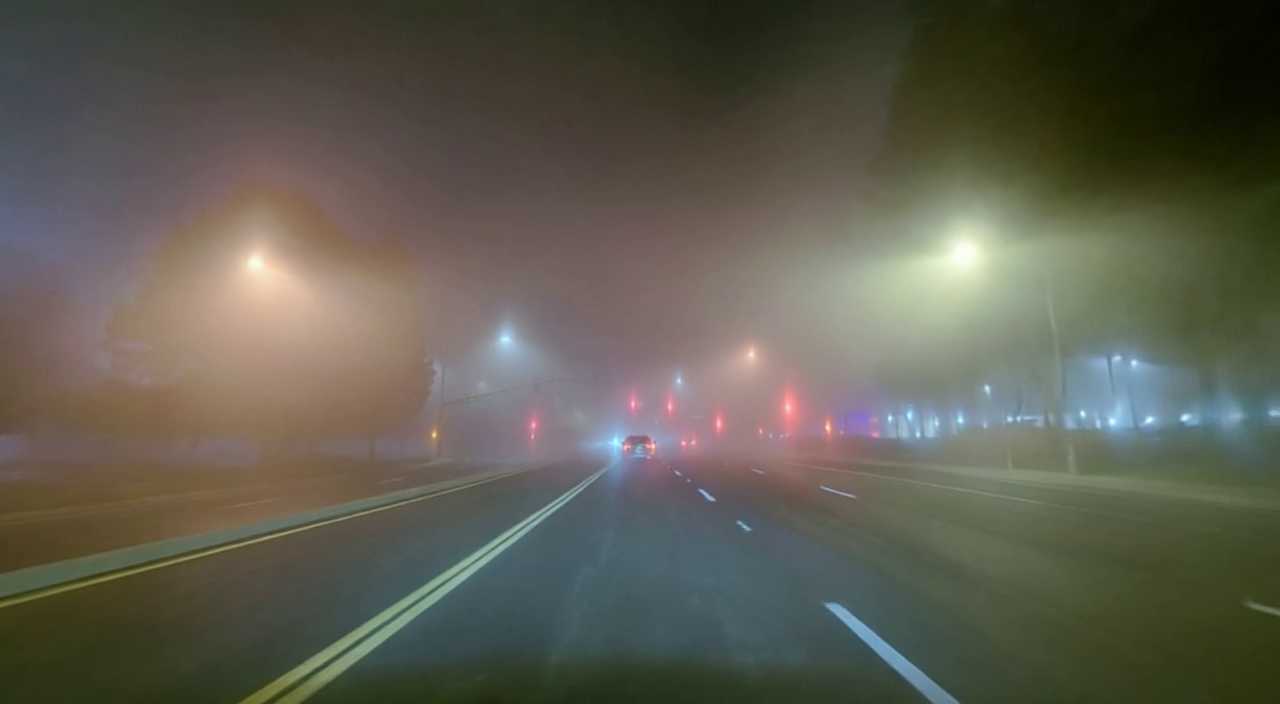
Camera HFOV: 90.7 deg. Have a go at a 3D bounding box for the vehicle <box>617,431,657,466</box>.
[{"bbox_3d":[-0.169,5.846,38.275,2.267,1.926,4.708,0,-9,0],"label":"vehicle"}]
